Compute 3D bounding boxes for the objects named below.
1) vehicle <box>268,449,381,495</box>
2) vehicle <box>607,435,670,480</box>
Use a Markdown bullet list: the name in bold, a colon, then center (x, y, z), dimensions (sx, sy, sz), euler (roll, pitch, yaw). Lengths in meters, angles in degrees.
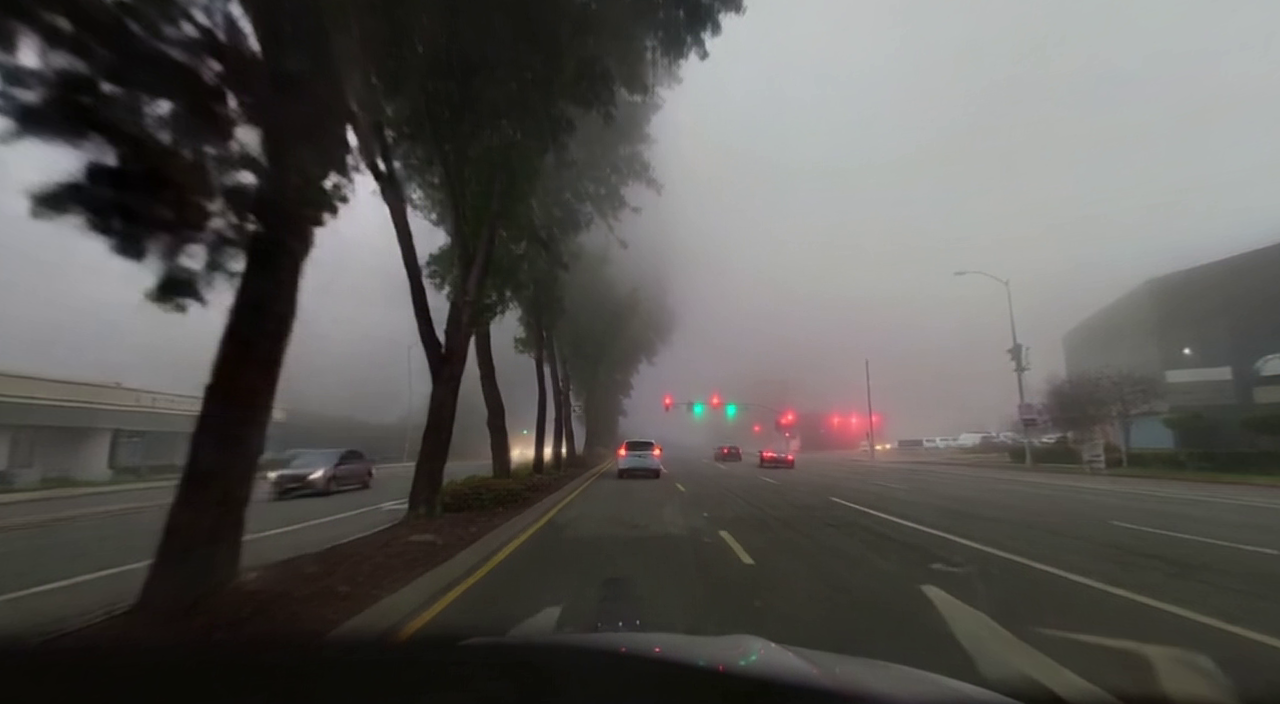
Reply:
- **vehicle**: center (-11.341, 4.310, 23.090), dimensions (1.907, 1.485, 4.293), euler (0, -8, 0)
- **vehicle**: center (-0.053, 3.764, 22.774), dimensions (2.064, 1.477, 3.968), euler (0, -8, 0)
